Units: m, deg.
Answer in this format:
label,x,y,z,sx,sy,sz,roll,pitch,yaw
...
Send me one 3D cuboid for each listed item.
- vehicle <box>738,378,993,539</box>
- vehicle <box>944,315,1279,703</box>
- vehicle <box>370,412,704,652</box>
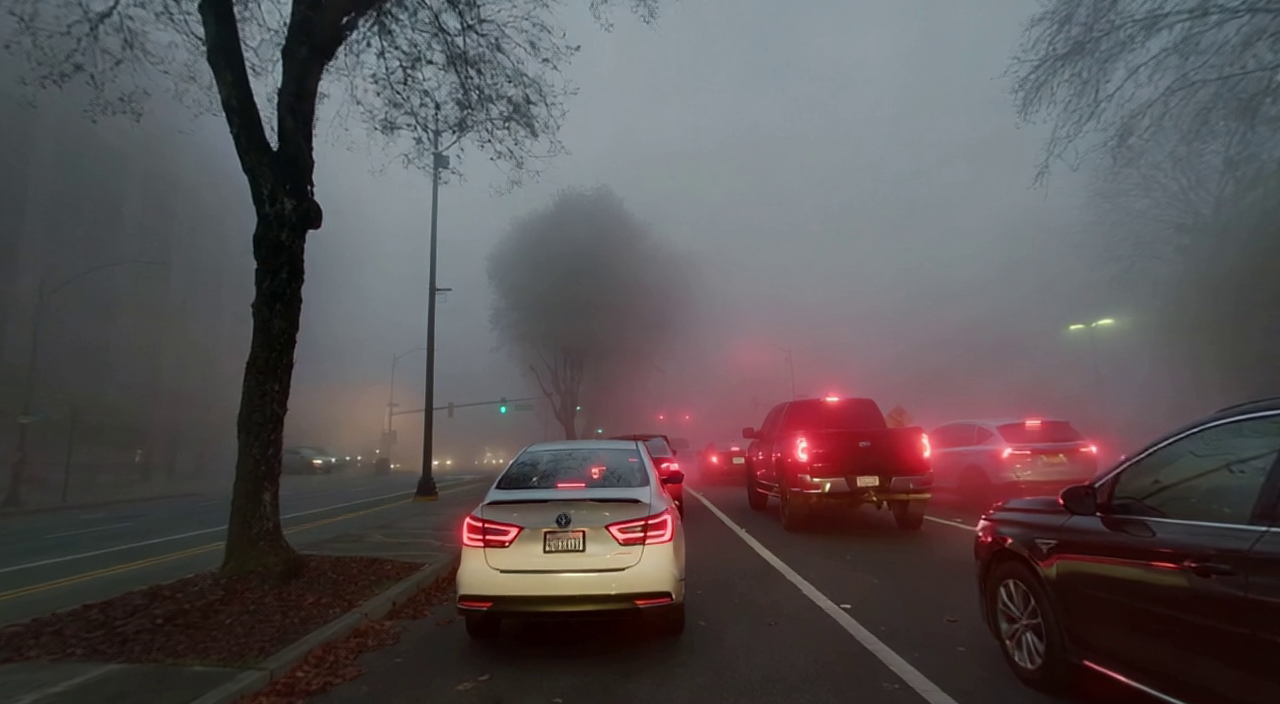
label,x,y,z,sx,sy,sz,roll,pitch,yaw
vehicle,3.544,1.888,11.590,2.497,2.186,5.890,0,-8,0
vehicle,3.157,0.739,2.036,2.024,1.723,4.714,0,-8,1
vehicle,-0.613,1.486,6.280,2.172,1.536,4.250,0,-8,2
